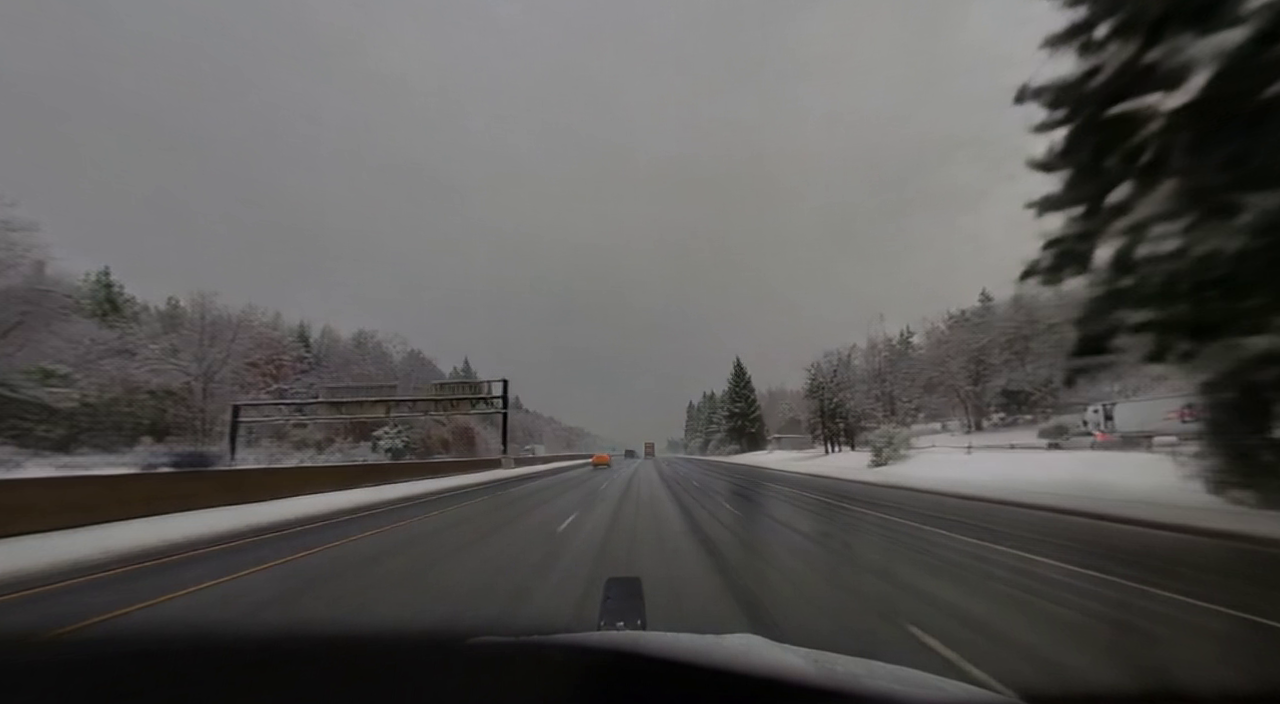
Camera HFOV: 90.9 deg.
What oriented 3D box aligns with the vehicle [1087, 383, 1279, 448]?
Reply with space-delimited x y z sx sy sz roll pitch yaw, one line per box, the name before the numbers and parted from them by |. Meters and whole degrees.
vehicle | 40.698 5.107 47.137 2.876 4.046 13.881 1 -9 -8
